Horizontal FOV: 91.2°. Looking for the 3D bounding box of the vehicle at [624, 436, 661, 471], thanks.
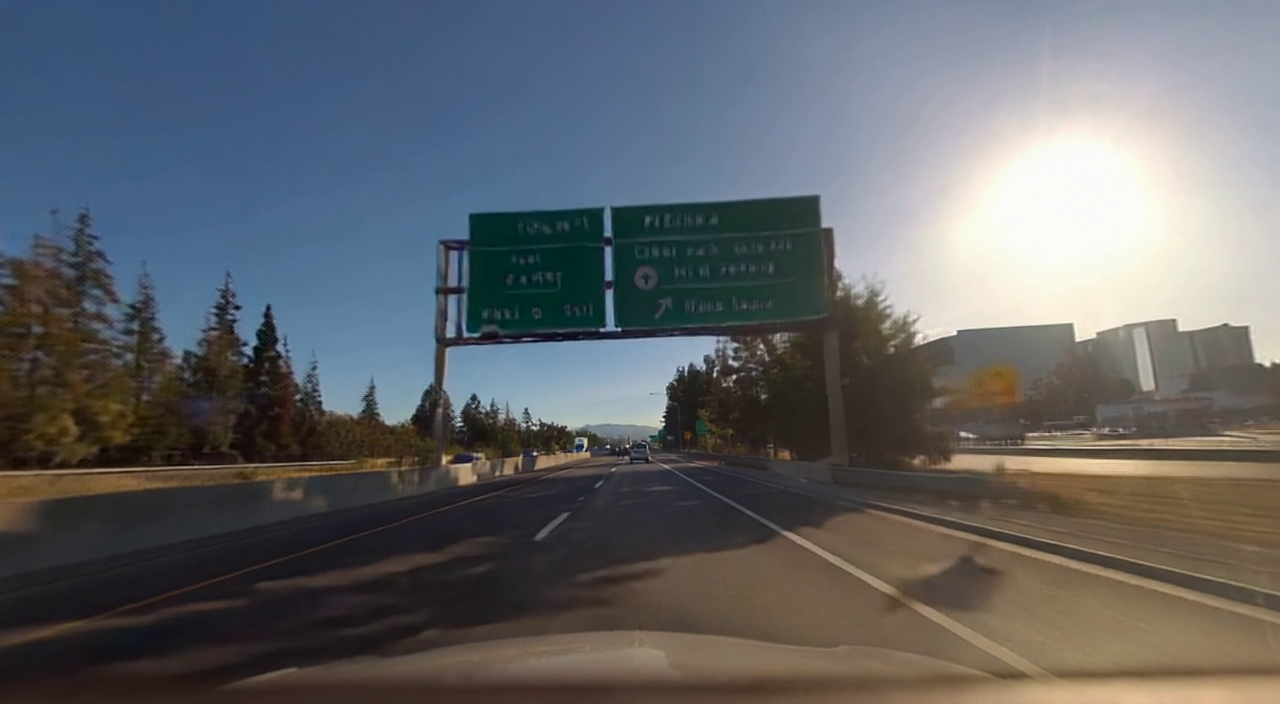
[{"bbox_3d":[0.195,6.615,40.899,2.268,2.122,4.595,-1,-9,1],"label":"vehicle"}]
